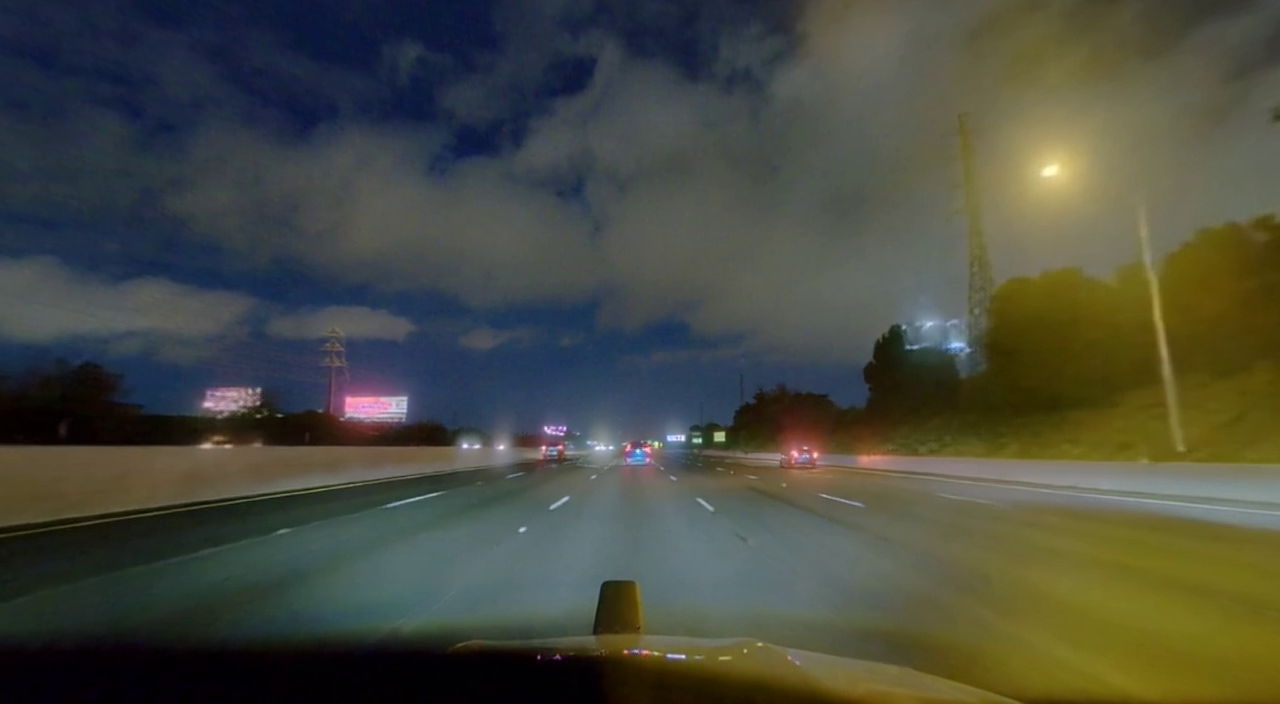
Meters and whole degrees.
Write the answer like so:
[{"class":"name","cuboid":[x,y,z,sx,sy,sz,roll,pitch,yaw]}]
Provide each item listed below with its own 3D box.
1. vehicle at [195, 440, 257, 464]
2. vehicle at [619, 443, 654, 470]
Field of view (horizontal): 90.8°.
[{"class":"vehicle","cuboid":[-27.966,6.754,42.758,1.701,1.477,3.541,0,-8,1]},{"class":"vehicle","cuboid":[-0.249,6.516,39.600,2.074,1.574,3.971,0,-8,-1]}]
